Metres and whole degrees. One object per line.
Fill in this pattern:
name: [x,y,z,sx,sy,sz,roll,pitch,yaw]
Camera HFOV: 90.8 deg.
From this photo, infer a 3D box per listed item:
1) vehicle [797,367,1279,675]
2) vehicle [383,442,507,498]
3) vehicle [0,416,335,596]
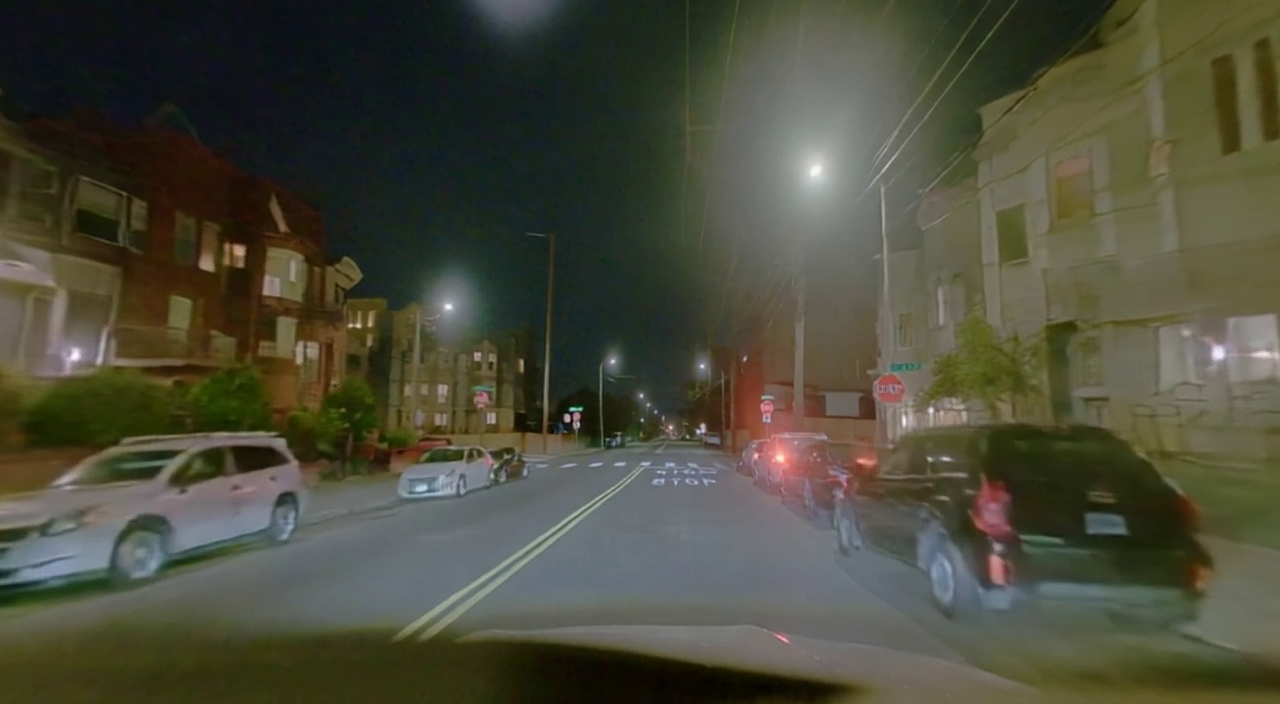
vehicle: [3.324,1.370,6.398,2.337,1.838,5.029,0,-8,2]
vehicle: [-5.548,3.395,18.676,2.098,1.454,4.449,0,-8,2]
vehicle: [-6.197,1.834,8.454,1.917,1.759,4.226,-1,-8,3]
